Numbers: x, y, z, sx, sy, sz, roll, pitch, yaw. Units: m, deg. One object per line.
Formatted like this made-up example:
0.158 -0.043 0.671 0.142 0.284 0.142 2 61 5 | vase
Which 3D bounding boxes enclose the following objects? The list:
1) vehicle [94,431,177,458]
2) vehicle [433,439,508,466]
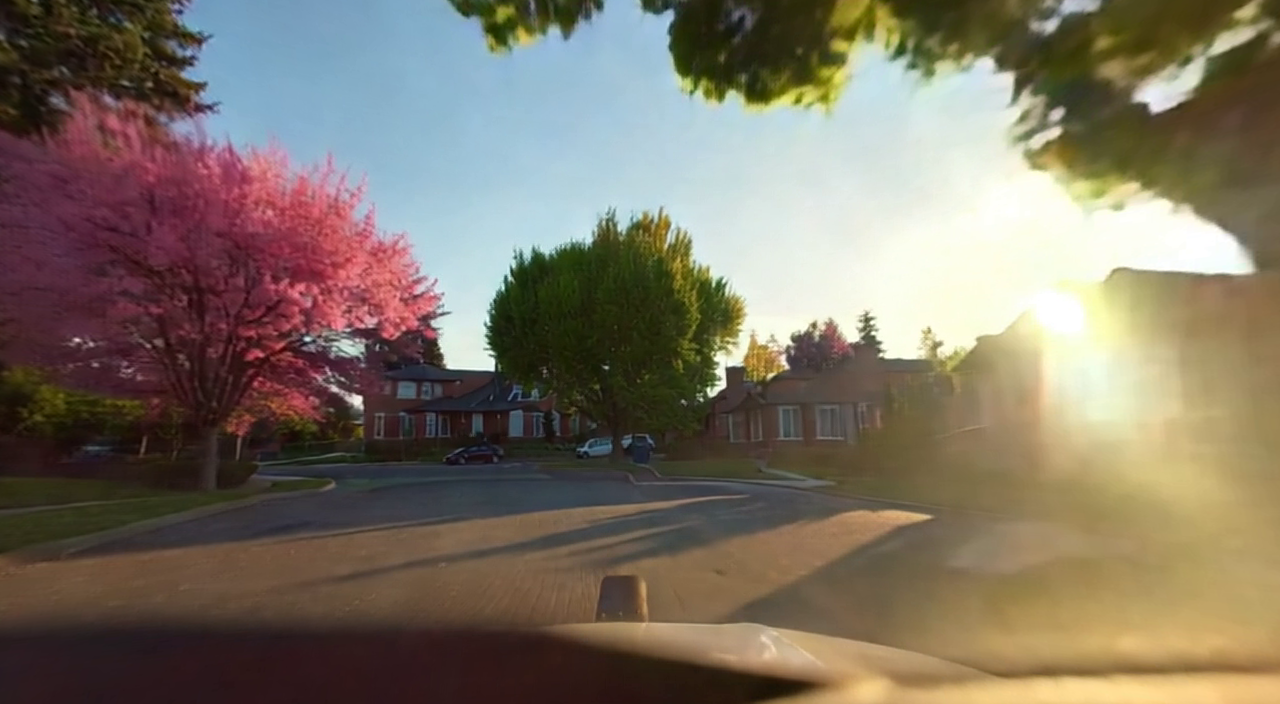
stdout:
-34.078 6.223 42.722 4.237 1.728 2.203 -2 -9 16 | vehicle
-12.248 7.283 45.805 4.815 1.827 2.147 0 -9 -1 | vehicle
